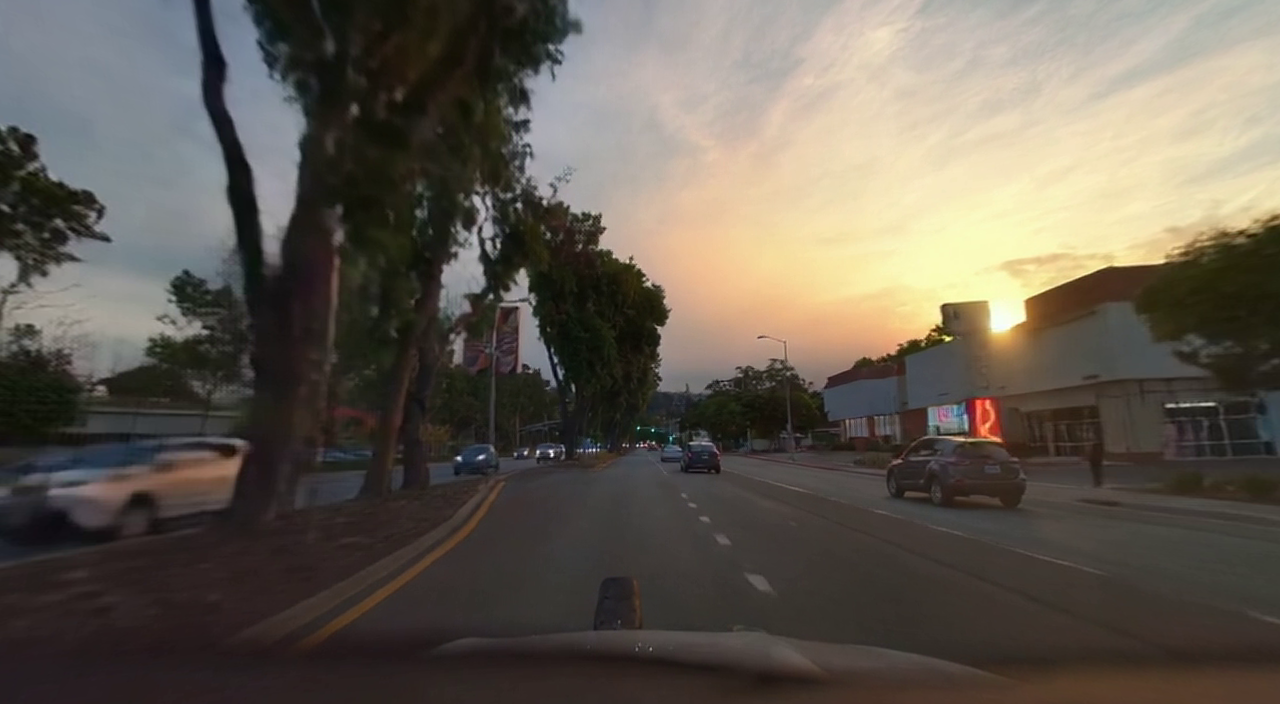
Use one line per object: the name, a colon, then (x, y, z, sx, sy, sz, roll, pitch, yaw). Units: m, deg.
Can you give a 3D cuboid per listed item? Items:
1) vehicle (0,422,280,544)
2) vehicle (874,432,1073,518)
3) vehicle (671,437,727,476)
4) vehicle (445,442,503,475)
vehicle: (-9.338, 2.351, 12.035, 2.118, 1.838, 4.737, 0, -9, -1)
vehicle: (6.792, 2.538, 13.463, 1.886, 1.528, 4.169, 1, -9, -1)
vehicle: (2.695, 4.871, 29.583, 2.161, 1.676, 4.151, 1, -9, -1)
vehicle: (-9.178, 5.900, 35.234, 2.024, 1.699, 4.363, 0, -9, 0)
